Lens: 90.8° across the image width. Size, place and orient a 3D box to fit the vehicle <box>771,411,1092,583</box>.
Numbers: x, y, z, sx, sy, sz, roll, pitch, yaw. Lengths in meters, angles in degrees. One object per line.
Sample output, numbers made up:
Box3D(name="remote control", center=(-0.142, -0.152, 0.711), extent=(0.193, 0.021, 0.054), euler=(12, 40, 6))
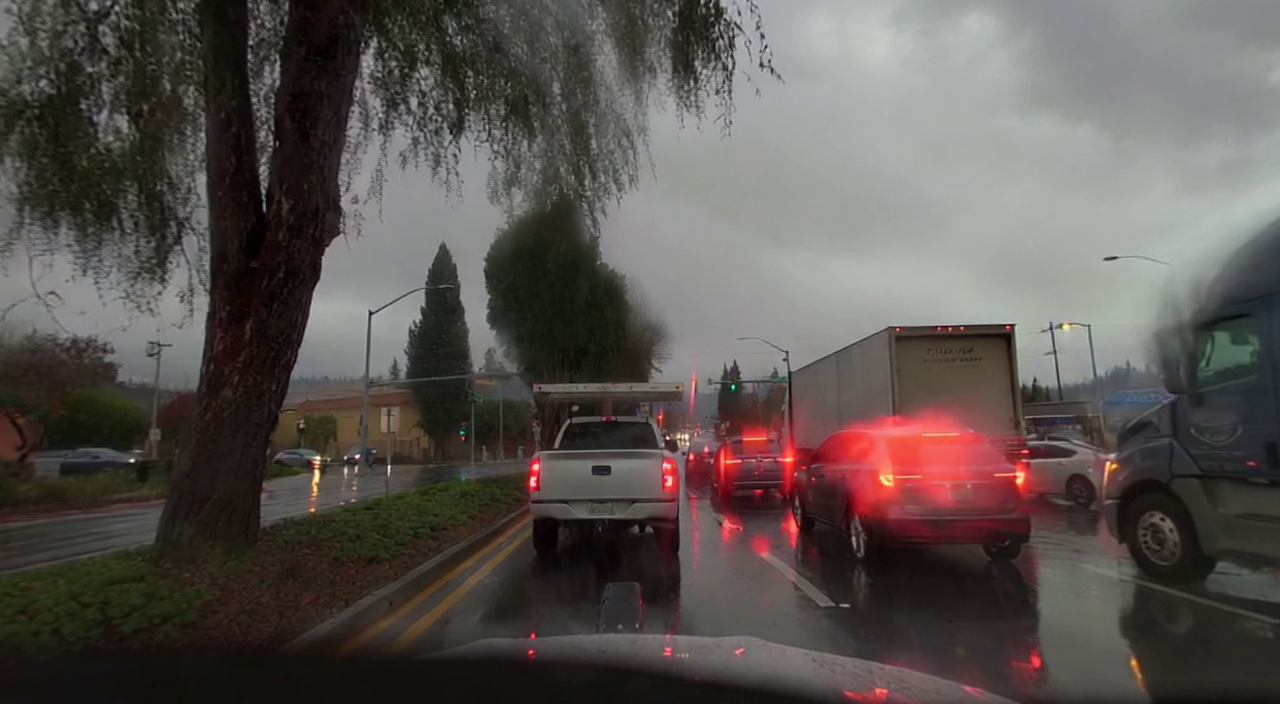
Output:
Box3D(name="vehicle", center=(3.230, 1.729, 8.431), extent=(1.905, 1.587, 4.998), euler=(0, -9, 0))

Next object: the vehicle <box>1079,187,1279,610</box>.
Box3D(name="vehicle", center=(6.517, 0.114, 3.378), extent=(2.802, 3.322, 7.429), euler=(0, -9, -1))

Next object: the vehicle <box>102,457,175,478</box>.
Box3D(name="vehicle", center=(-38.188, 8.793, 48.126), extent=(4.150, 1.474, 1.826), euler=(-1, -9, 6))

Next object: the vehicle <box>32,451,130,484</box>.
Box3D(name="vehicle", center=(-28.553, 5.894, 32.442), extent=(1.730, 1.534, 3.922), euler=(1, -9, -8))

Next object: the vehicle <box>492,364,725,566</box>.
Box3D(name="vehicle", center=(-0.360, 1.598, 9.464), extent=(2.499, 2.183, 5.111), euler=(0, -9, 0))
